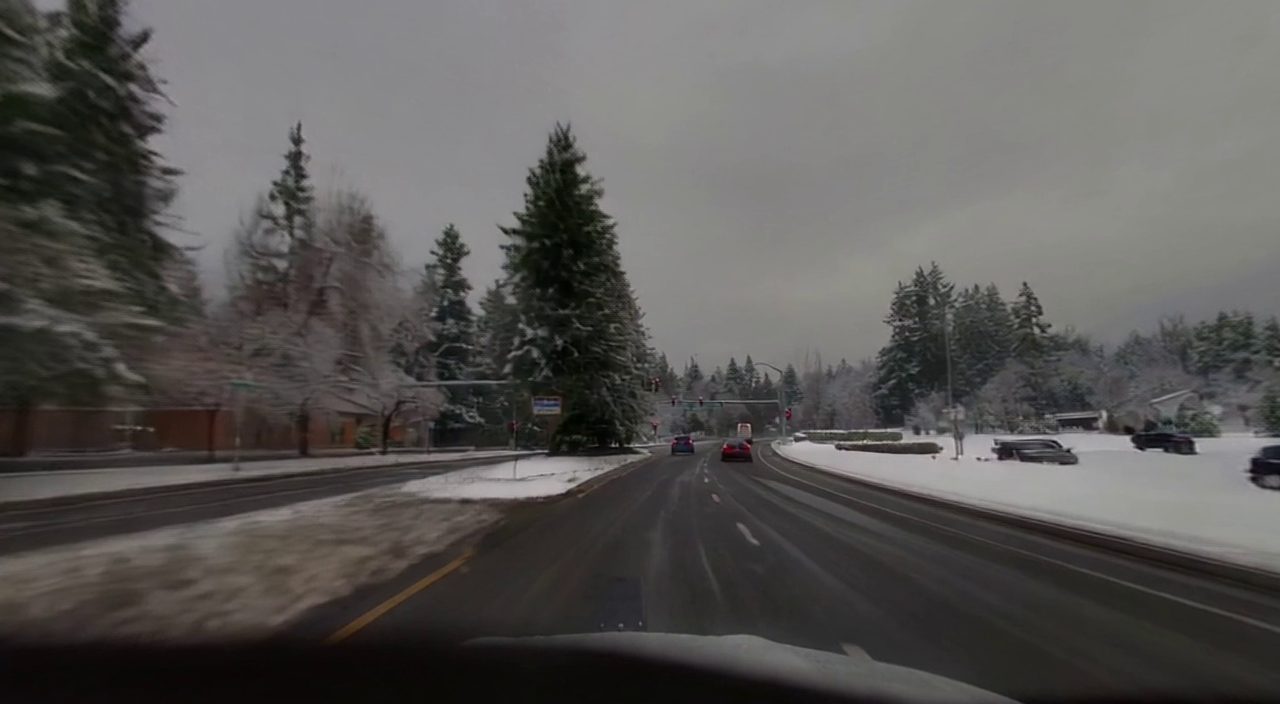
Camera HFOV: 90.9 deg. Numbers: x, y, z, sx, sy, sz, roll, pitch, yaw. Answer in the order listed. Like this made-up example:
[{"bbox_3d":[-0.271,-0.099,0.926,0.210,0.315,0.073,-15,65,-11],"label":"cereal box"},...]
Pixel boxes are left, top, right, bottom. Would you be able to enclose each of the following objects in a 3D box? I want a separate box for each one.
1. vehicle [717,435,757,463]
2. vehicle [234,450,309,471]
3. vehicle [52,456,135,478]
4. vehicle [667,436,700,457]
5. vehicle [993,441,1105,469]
[{"bbox_3d":[5.464,5.520,36.075,1.989,1.497,4.436,-1,-8,5],"label":"vehicle"},{"bbox_3d":[-26.186,7.683,44.878,4.275,1.430,1.878,-1,-8,6],"label":"vehicle"},{"bbox_3d":[-38.971,8.170,44.998,4.442,1.464,1.839,-1,-8,7],"label":"vehicle"},{"bbox_3d":[3.279,7.005,46.910,2.066,1.482,4.273,-1,-8,8],"label":"vehicle"},{"bbox_3d":[21.806,5.484,33.780,4.627,1.418,1.800,-1,-8,8],"label":"vehicle"}]
